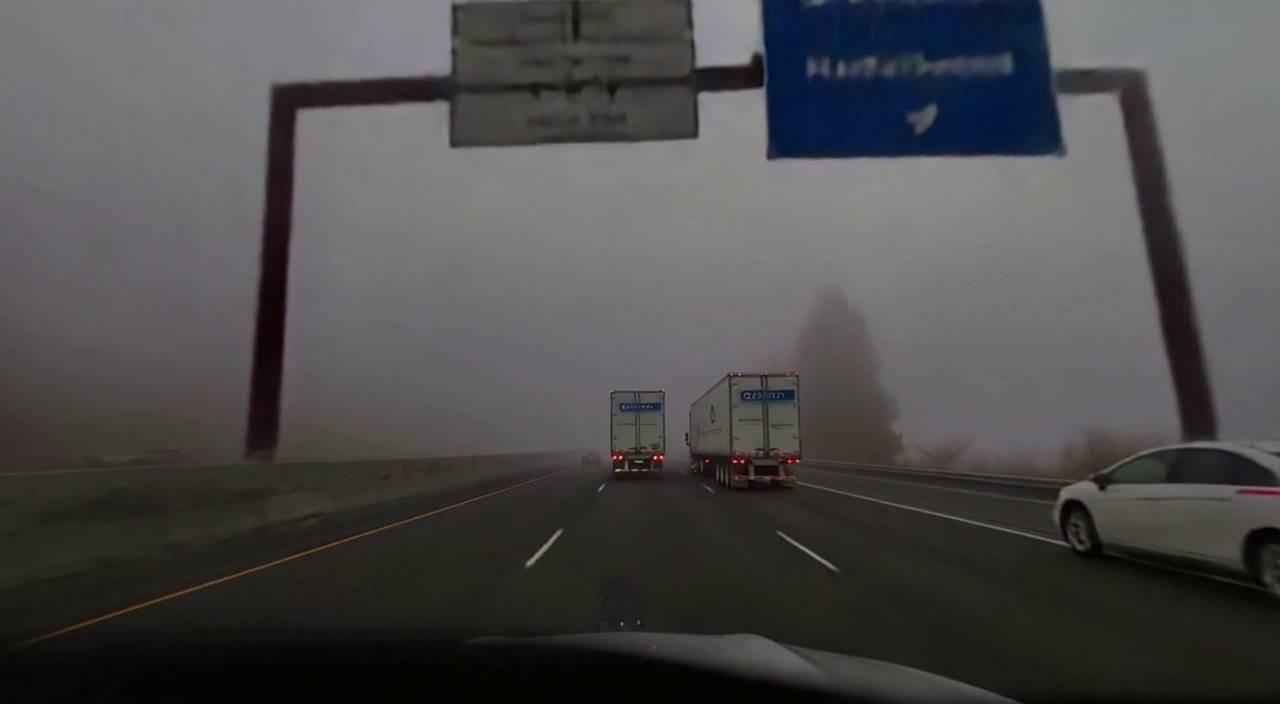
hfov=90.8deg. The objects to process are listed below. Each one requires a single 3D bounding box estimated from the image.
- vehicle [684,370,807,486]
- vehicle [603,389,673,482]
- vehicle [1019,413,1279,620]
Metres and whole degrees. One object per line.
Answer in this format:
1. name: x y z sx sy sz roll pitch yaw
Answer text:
1. vehicle: 4.277 3.810 29.872 3.044 4.128 14.482 0 -9 -1
2. vehicle: -0.095 4.153 30.855 2.864 3.805 9.709 0 -9 0
3. vehicle: 5.877 1.381 5.726 2.086 1.530 4.808 -1 -9 3
